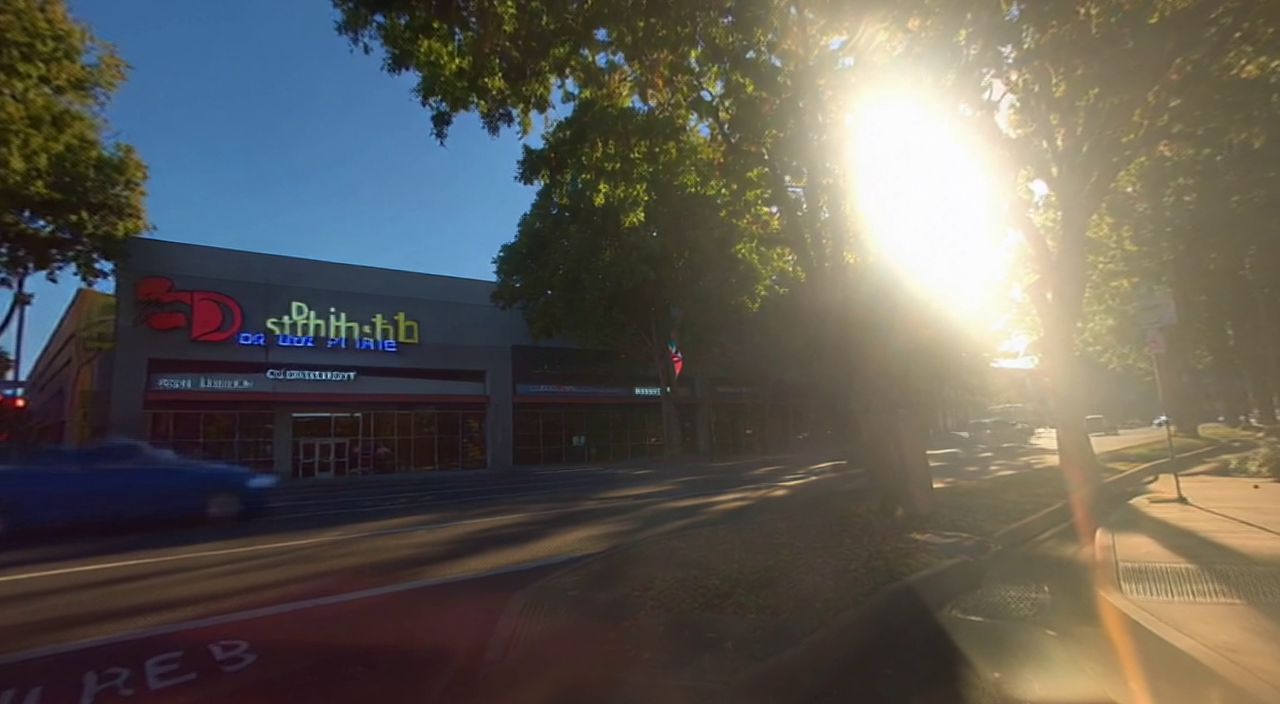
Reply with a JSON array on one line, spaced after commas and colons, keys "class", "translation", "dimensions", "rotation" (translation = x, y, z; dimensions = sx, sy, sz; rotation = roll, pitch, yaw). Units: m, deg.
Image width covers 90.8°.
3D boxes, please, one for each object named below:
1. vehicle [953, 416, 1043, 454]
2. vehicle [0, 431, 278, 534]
[{"class": "vehicle", "translation": [15.686, 3.664, 27.603], "dimensions": [4.182, 1.536, 1.885], "rotation": [7, -11, -38]}, {"class": "vehicle", "translation": [-8.899, 2.112, 10.688], "dimensions": [4.415, 1.464, 1.890], "rotation": [7, -11, -41]}]
